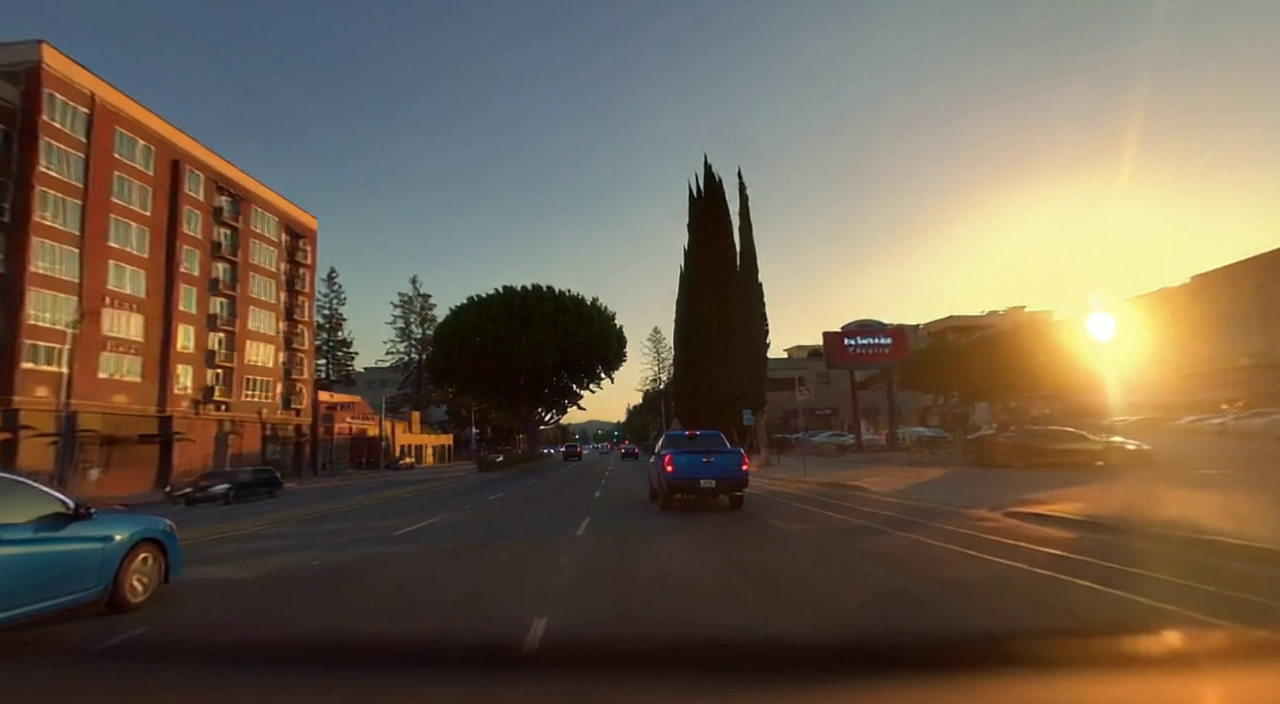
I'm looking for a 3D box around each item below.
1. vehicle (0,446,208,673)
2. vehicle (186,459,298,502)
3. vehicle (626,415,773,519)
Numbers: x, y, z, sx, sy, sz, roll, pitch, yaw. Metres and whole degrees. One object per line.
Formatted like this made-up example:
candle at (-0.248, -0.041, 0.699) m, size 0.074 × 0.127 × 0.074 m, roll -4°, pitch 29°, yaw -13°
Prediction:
vehicle at (-5.001, 1.270, 3.656) m, size 1.888 × 1.424 × 4.553 m, roll 0°, pitch -9°, yaw -2°
vehicle at (-16.557, 5.344, 26.609) m, size 1.955 × 1.562 × 4.340 m, roll 0°, pitch -9°, yaw -1°
vehicle at (1.077, 2.625, 14.942) m, size 2.590 × 1.932 × 5.776 m, roll 0°, pitch -9°, yaw -3°
